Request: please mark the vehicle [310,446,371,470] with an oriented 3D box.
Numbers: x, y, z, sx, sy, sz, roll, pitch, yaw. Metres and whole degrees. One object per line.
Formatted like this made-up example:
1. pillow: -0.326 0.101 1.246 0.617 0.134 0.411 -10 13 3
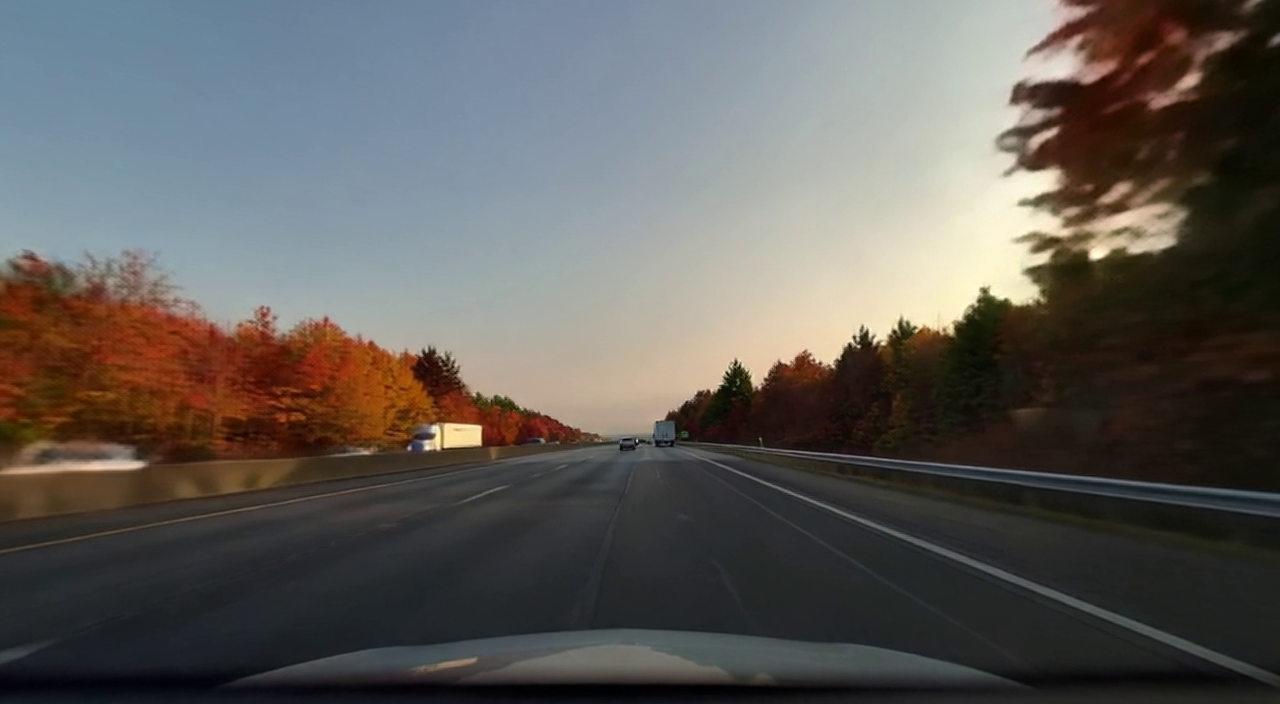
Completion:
1. vehicle: -20.475 7.255 43.101 1.882 1.489 4.332 -1 -8 3
